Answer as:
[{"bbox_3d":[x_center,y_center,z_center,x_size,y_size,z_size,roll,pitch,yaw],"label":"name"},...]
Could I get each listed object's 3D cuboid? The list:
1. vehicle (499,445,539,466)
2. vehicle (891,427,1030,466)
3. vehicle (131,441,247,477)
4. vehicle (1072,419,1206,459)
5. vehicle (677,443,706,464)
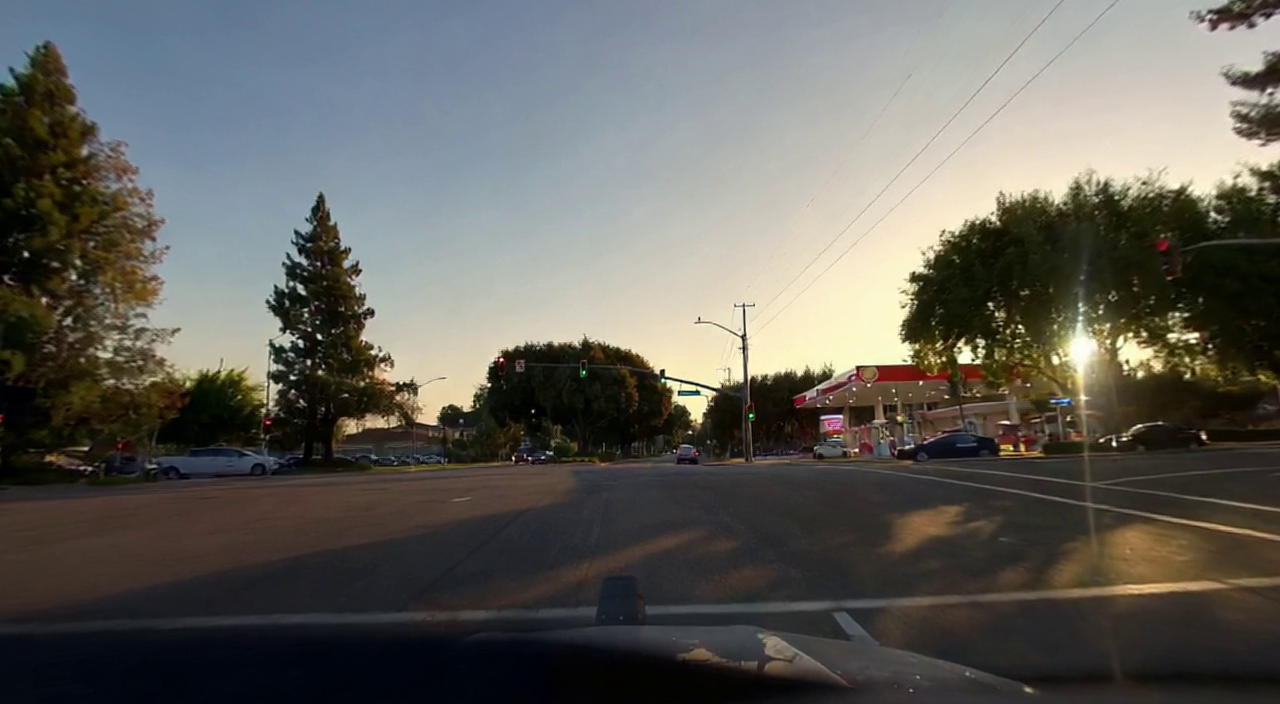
[{"bbox_3d":[-9.279,7.990,48.810,2.023,1.498,4.605,-1,-9,3],"label":"vehicle"},{"bbox_3d":[13.172,3.917,26.214,4.605,1.497,2.061,0,-9,0],"label":"vehicle"},{"bbox_3d":[-33.374,7.950,46.928,6.708,2.544,2.452,0,-9,1],"label":"vehicle"},{"bbox_3d":[20.445,3.592,25.980,4.002,1.544,1.820,0,-9,-4],"label":"vehicle"},{"bbox_3d":[3.790,7.556,47.208,1.908,1.492,3.977,0,-9,1],"label":"vehicle"}]
